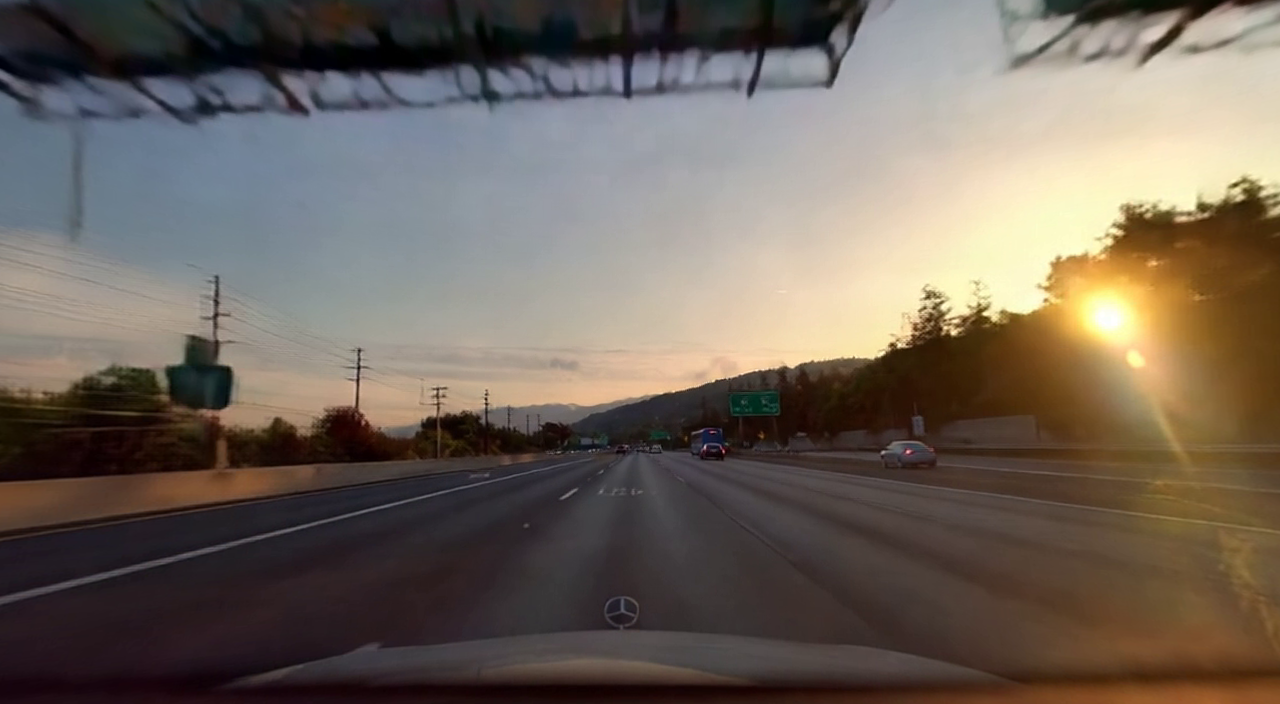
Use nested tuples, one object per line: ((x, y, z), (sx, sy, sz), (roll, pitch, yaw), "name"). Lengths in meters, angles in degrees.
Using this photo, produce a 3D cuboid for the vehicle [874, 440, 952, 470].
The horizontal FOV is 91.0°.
((14.569, 5.511, 33.873), (2.089, 1.484, 4.573), (0, -9, -1), "vehicle")
